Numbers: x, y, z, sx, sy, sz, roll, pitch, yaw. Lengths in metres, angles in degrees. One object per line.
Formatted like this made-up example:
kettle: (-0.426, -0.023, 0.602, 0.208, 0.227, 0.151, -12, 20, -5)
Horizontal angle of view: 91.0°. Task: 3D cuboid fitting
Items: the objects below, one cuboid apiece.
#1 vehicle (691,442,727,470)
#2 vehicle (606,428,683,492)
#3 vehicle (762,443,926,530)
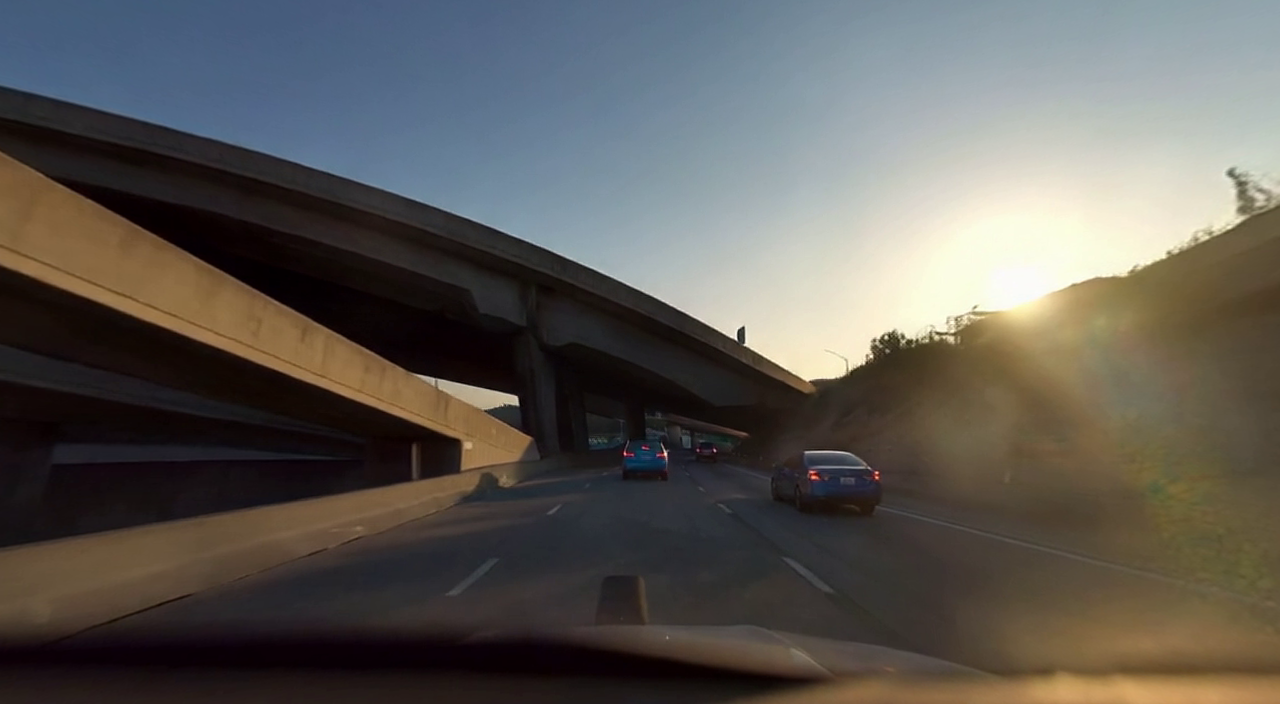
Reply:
vehicle: (4.392, 6.734, 40.786, 2.047, 1.700, 4.069, 0, -9, 2)
vehicle: (0.171, 3.529, 20.834, 2.264, 1.841, 4.583, 0, -9, 1)
vehicle: (3.982, 2.668, 13.118, 2.047, 1.500, 4.017, 0, -9, 0)
